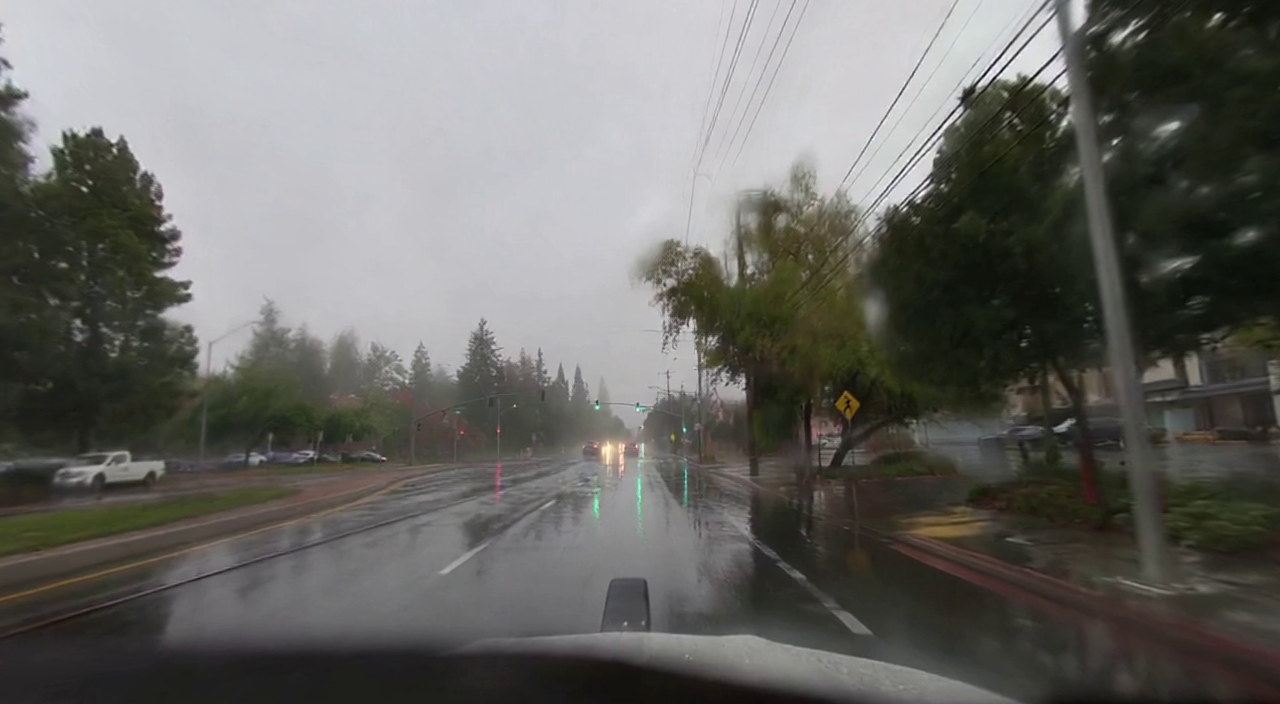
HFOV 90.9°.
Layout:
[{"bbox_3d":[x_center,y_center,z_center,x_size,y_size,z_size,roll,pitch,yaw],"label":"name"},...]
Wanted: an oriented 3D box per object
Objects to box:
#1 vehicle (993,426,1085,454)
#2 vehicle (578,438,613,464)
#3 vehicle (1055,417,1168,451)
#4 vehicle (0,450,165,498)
[{"bbox_3d":[25.275,5.591,40.051,4.461,1.695,1.999,0,-7,0],"label":"vehicle"},{"bbox_3d":[-3.300,7.466,47.781,2.229,1.821,4.681,0,-8,0],"label":"vehicle"},{"bbox_3d":[25.616,4.471,34.348,4.690,1.742,2.008,1,-7,-4],"label":"vehicle"},{"bbox_3d":[-24.595,5.323,27.849,5.887,1.894,2.329,-2,-9,13],"label":"vehicle"}]
